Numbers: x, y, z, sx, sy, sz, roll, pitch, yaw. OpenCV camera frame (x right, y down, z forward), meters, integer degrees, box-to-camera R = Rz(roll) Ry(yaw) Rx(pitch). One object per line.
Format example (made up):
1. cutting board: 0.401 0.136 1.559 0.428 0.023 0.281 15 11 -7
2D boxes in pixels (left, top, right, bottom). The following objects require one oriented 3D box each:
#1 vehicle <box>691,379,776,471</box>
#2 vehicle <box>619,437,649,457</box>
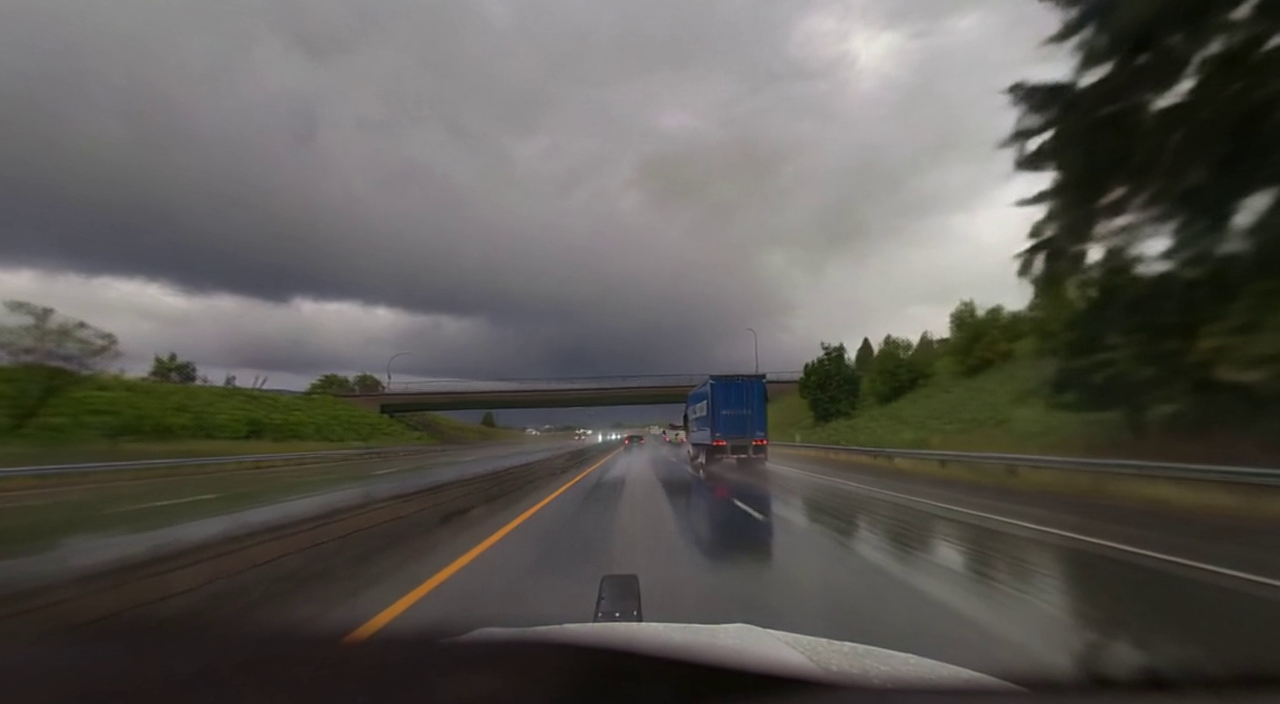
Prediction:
1. vehicle: 3.702 2.982 25.647 2.913 3.491 2.811 0 -8 -1
2. vehicle: -0.414 6.627 44.378 1.996 1.325 4.029 0 -8 0
